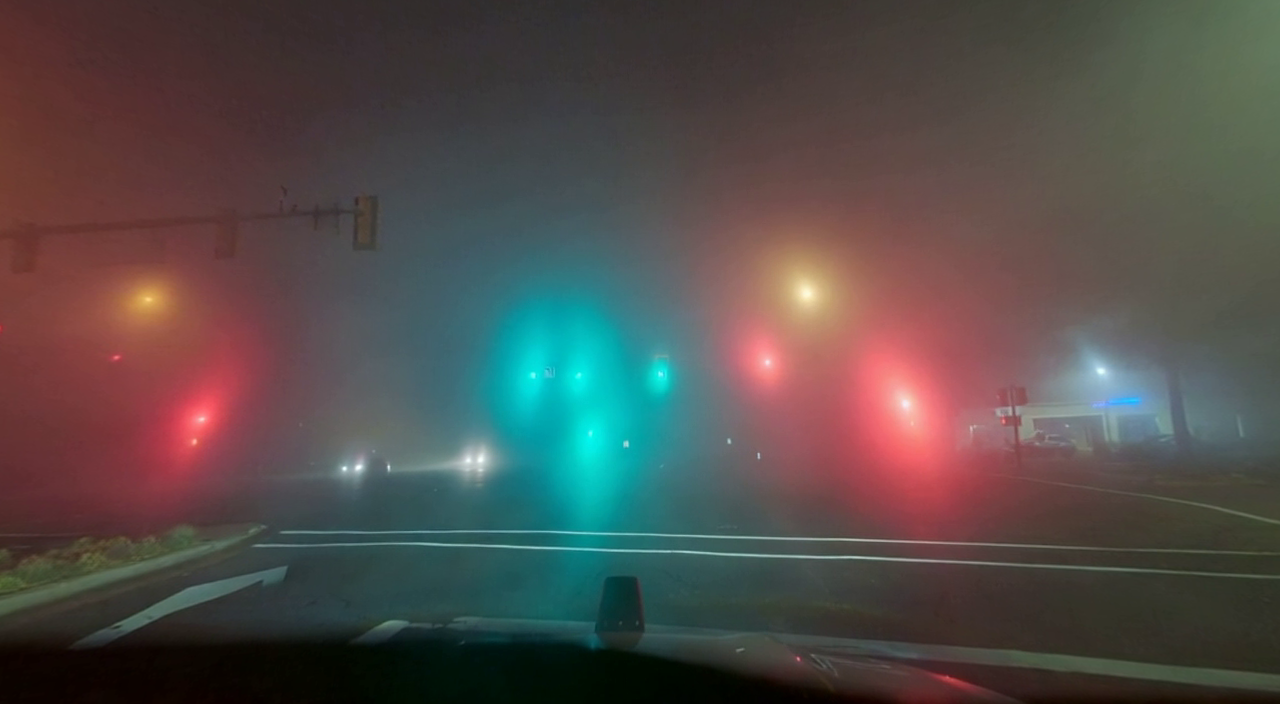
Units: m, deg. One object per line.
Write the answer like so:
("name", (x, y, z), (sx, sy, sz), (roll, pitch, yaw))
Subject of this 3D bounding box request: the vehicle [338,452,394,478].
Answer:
("vehicle", (-18.832, 7.782, 43.627), (1.933, 1.664, 4.255), (0, -9, 1))

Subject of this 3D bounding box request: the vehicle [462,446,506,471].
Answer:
("vehicle", (-12.161, 8.304, 49.565), (2.151, 1.847, 4.634), (0, -9, 0))
